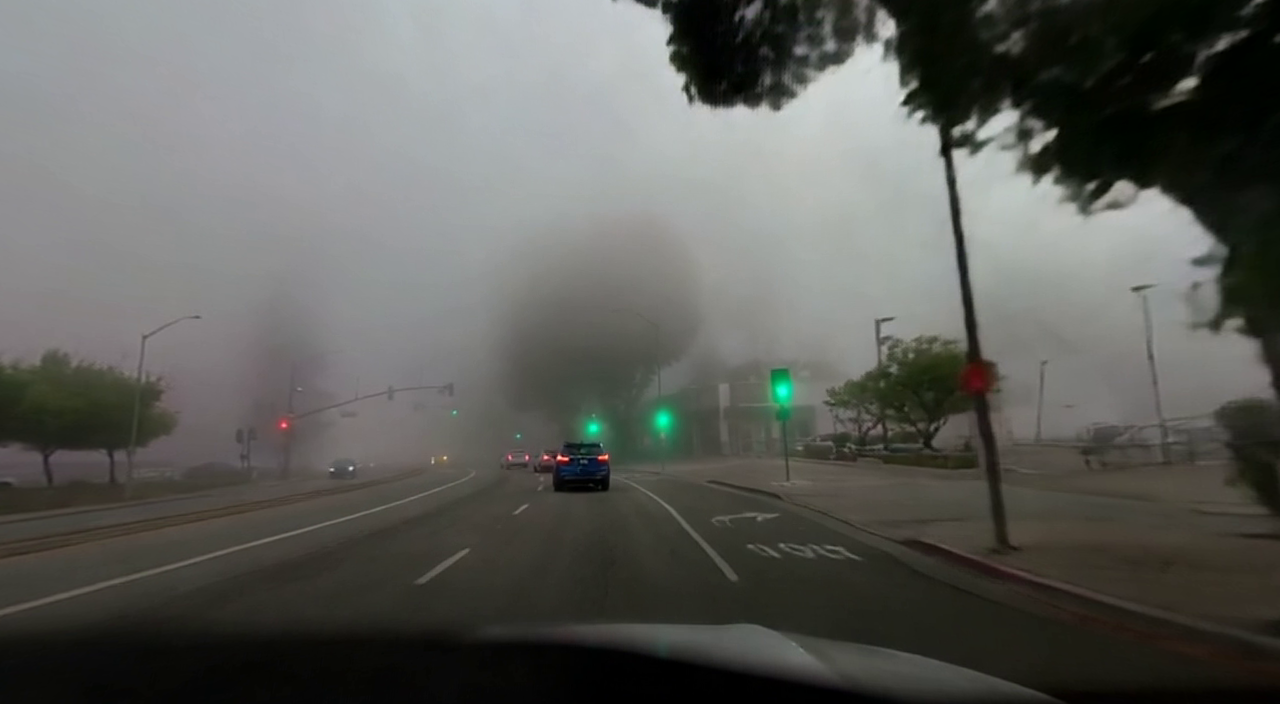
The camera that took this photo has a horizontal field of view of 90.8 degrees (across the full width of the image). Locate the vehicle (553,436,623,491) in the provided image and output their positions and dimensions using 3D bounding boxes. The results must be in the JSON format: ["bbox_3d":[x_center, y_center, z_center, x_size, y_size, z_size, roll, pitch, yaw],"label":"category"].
[{"bbox_3d":[-1.910,3.903,22.391,2.227,1.733,3.930,1,-9,-7],"label":"vehicle"}]

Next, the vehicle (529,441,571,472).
[{"bbox_3d":[-6.097,7.010,42.430,2.067,1.947,4.628,3,-9,-16],"label":"vehicle"}]
